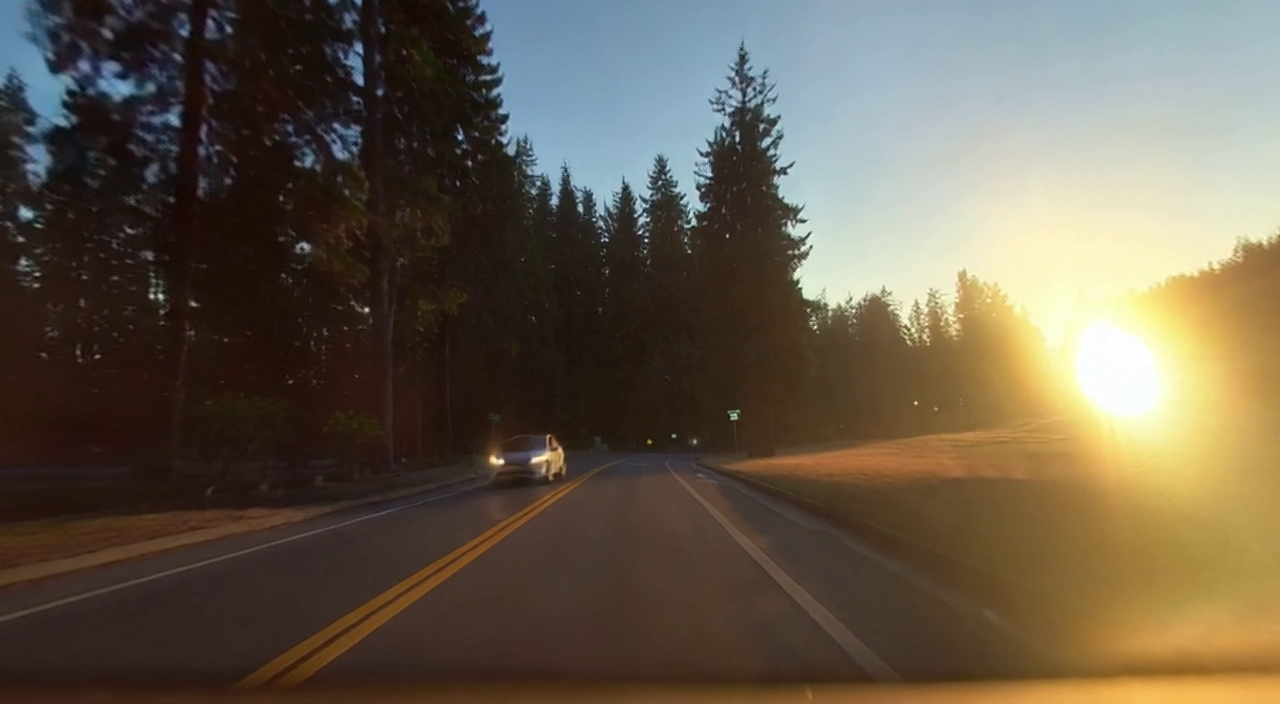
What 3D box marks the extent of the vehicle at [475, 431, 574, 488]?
[{"bbox_3d":[-3.771,3.634,21.675,2.390,1.721,4.863,0,-8,1],"label":"vehicle"}]
